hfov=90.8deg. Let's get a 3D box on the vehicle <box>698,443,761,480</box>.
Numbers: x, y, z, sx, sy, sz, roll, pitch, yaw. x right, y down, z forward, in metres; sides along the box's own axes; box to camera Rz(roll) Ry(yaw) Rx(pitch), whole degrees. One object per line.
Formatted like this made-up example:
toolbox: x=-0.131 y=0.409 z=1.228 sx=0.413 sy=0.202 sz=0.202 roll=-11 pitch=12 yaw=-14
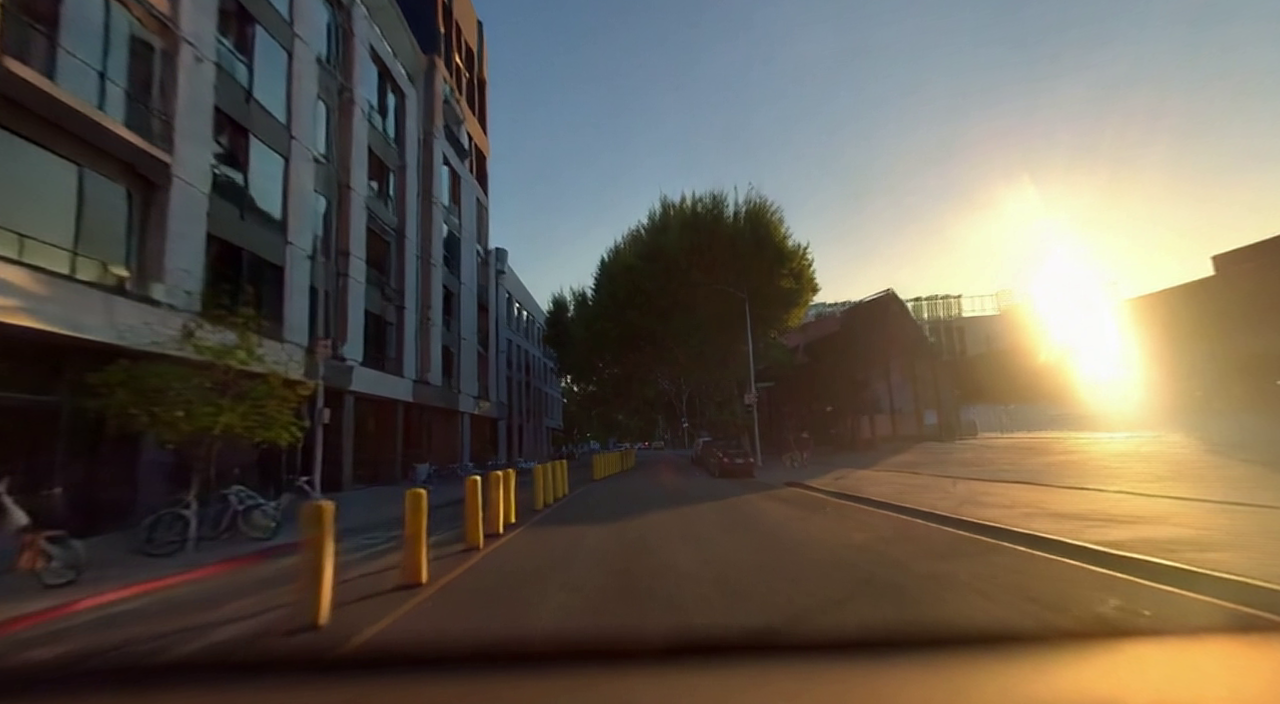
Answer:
vehicle: x=3.804 y=4.708 z=27.515 sx=2.020 sy=1.448 sz=4.220 roll=-1 pitch=-8 yaw=-1
